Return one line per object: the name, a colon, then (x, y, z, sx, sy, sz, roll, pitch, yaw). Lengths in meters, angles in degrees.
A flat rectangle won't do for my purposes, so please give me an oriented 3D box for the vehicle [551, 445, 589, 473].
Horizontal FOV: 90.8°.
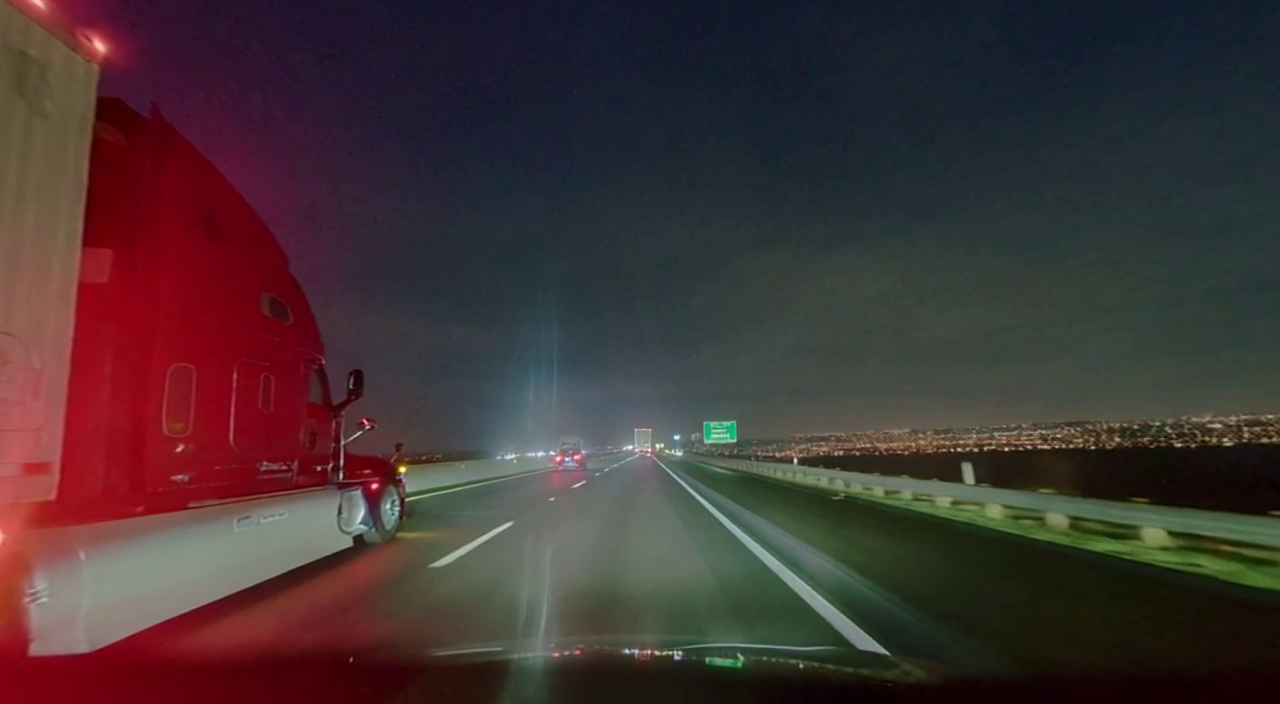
vehicle: (-4.146, 6.370, 37.838, 1.880, 1.569, 3.714, 0, -9, -1)
